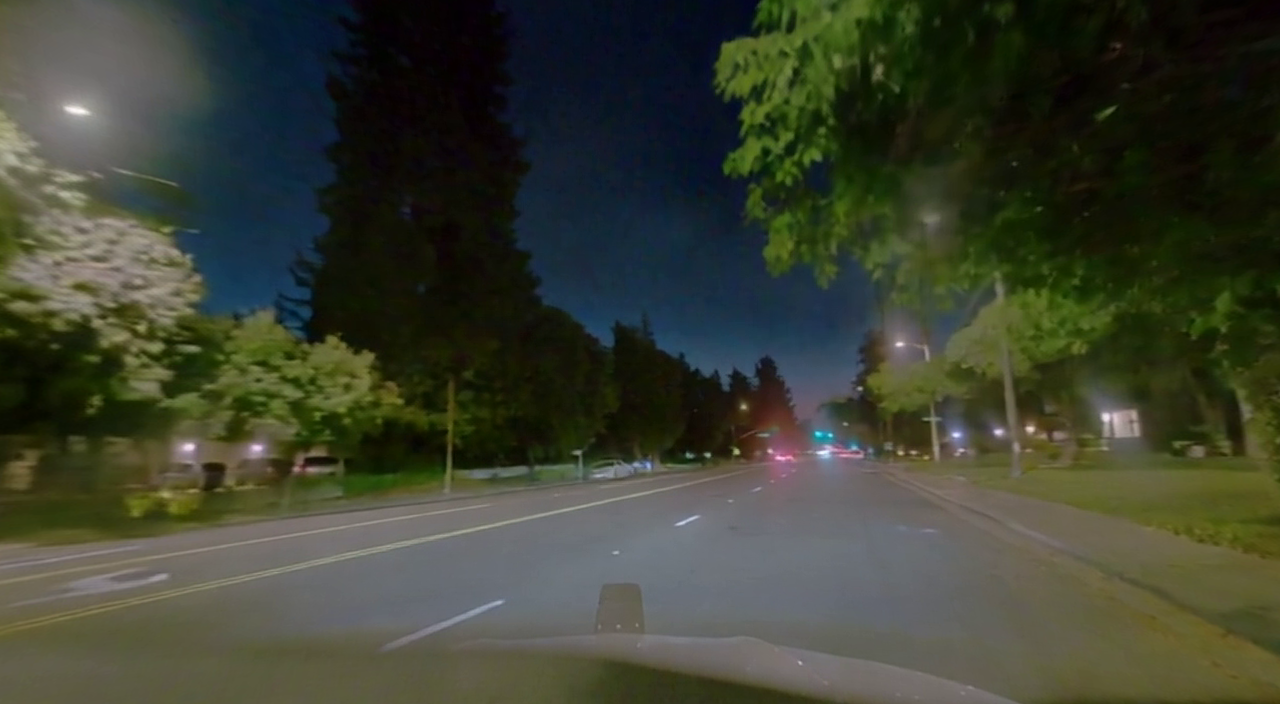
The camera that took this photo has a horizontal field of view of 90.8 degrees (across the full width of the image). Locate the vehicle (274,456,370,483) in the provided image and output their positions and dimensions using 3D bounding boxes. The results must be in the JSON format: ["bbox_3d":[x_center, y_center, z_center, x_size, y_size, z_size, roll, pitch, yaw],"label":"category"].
[{"bbox_3d":[-18.140,6.689,36.177,4.326,1.452,2.121,-1,-9,5],"label":"vehicle"}]

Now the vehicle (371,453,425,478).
[{"bbox_3d":[-16.322,7.655,42.889,1.769,1.414,4.434,1,-8,2],"label":"vehicle"}]

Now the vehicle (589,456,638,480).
[{"bbox_3d":[-1.778,8.068,44.025,1.936,1.489,4.311,-3,-9,19],"label":"vehicle"}]

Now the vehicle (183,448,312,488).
[{"bbox_3d":[-20.028,5.878,32.282,5.866,1.877,2.280,-3,-9,19],"label":"vehicle"}]

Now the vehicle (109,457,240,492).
[{"bbox_3d":[-21.163,5.514,28.772,4.937,1.445,2.048,-3,-9,15],"label":"vehicle"}]
